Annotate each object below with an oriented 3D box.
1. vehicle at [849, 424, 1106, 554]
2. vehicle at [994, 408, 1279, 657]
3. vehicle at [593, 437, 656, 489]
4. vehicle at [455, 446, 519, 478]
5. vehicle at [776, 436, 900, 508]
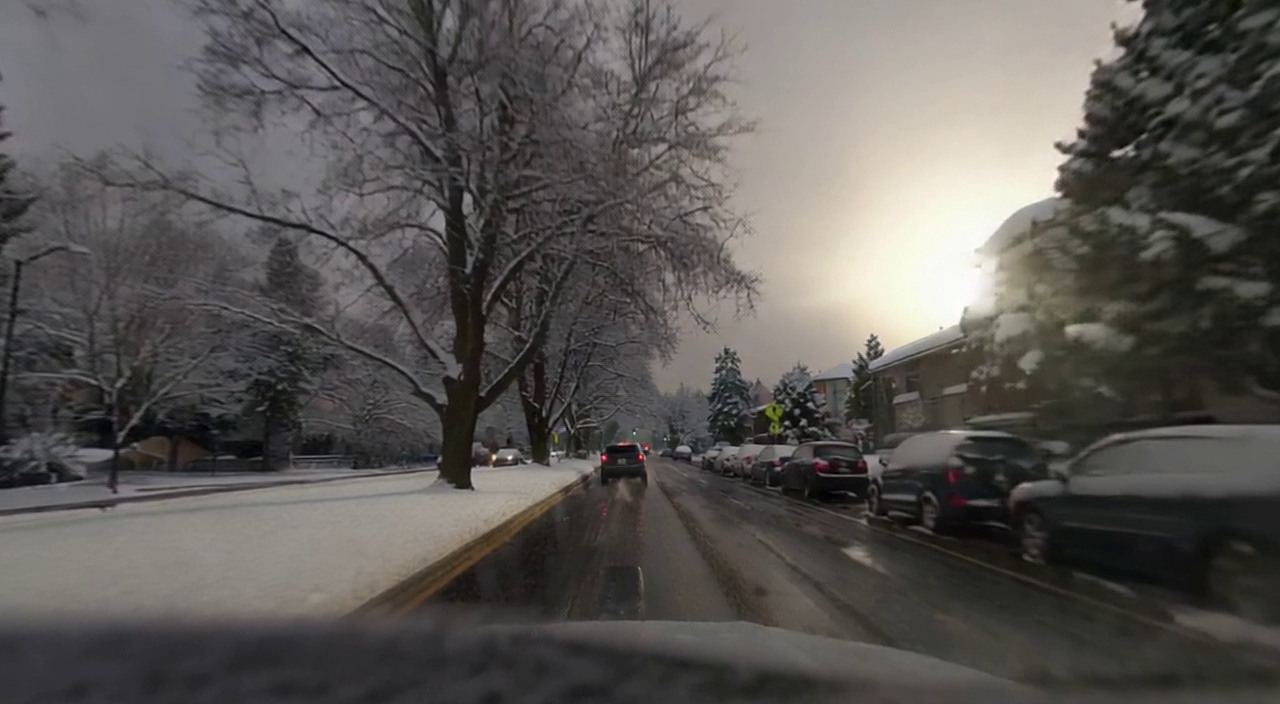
[{"bbox_3d":[5.570,2.302,11.310,2.026,1.822,4.520,0,-9,-1],"label":"vehicle"},{"bbox_3d":[5.422,1.406,5.401,2.018,1.708,4.541,0,-9,-2],"label":"vehicle"},{"bbox_3d":[-0.550,3.962,22.786,2.070,1.698,3.925,0,-9,-1],"label":"vehicle"},{"bbox_3d":[-7.611,5.517,32.033,2.105,1.474,4.808,0,-9,-1],"label":"vehicle"},{"bbox_3d":[5.534,3.391,18.360,2.053,1.799,4.446,0,-9,-1],"label":"vehicle"}]
